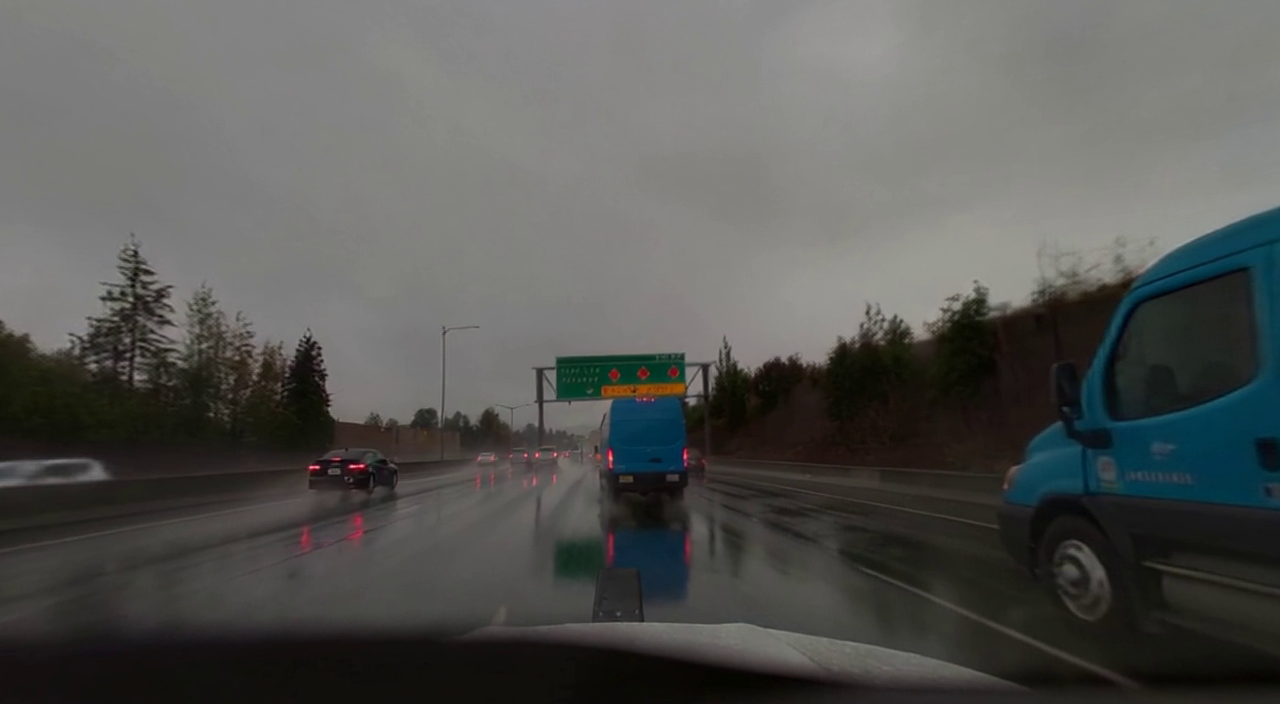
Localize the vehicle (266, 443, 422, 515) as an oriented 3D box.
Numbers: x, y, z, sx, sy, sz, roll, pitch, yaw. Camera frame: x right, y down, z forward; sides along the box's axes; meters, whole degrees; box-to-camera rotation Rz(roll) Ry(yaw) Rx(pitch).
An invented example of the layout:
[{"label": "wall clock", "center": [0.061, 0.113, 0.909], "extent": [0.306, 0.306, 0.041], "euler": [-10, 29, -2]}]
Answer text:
[{"label": "vehicle", "center": [-7.103, 3.061, 15.663], "extent": [2.003, 1.498, 4.386], "euler": [0, -9, -4]}]

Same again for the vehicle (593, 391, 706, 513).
[{"label": "vehicle", "center": [0.008, 2.510, 15.948], "extent": [2.268, 2.551, 5.144], "euler": [0, -9, -6]}]

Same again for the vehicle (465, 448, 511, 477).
[{"label": "vehicle", "center": [-8.659, 6.294, 35.937], "extent": [2.026, 1.506, 4.102], "euler": [1, -9, -7]}]

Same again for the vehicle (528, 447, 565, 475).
[{"label": "vehicle", "center": [-5.538, 6.511, 37.682], "extent": [2.002, 1.536, 4.021], "euler": [0, -9, -6]}]

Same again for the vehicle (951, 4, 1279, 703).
[{"label": "vehicle", "center": [4.783, 0.026, 3.092], "extent": [2.959, 3.648, 6.040], "euler": [1, -9, -4]}]
